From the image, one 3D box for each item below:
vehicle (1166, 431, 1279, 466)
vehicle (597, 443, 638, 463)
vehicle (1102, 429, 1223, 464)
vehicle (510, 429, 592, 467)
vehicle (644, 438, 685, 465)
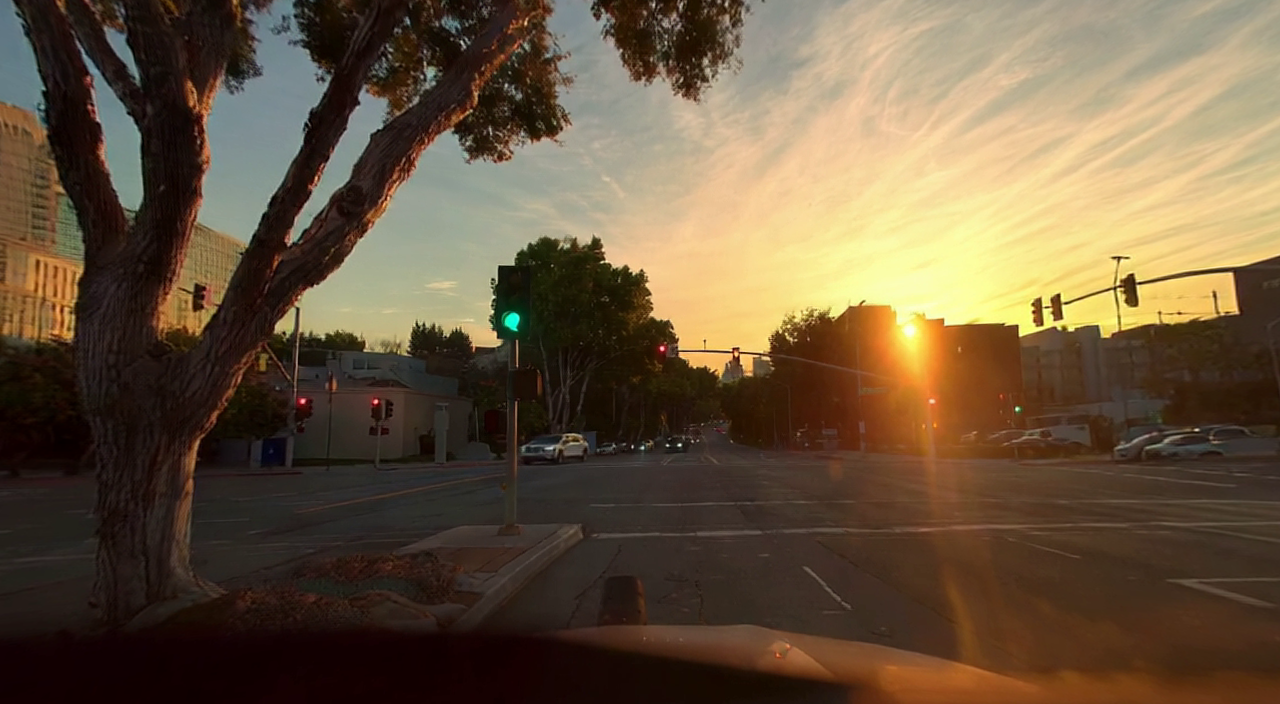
[{"bbox_3d":[26.290,4.243,27.896,4.644,1.470,1.922,1,-8,-10],"label":"vehicle"},{"bbox_3d":[-1.635,7.571,47.489,2.076,1.476,3.873,-2,-8,13],"label":"vehicle"},{"bbox_3d":[25.907,4.681,31.358,4.441,1.674,2.035,1,-8,-8],"label":"vehicle"},{"bbox_3d":[-5.783,6.510,42.995,2.775,2.246,9.043,-2,-8,10],"label":"vehicle"},{"bbox_3d":[1.733,6.772,43.263,2.197,1.739,4.177,-2,-8,10],"label":"vehicle"}]
